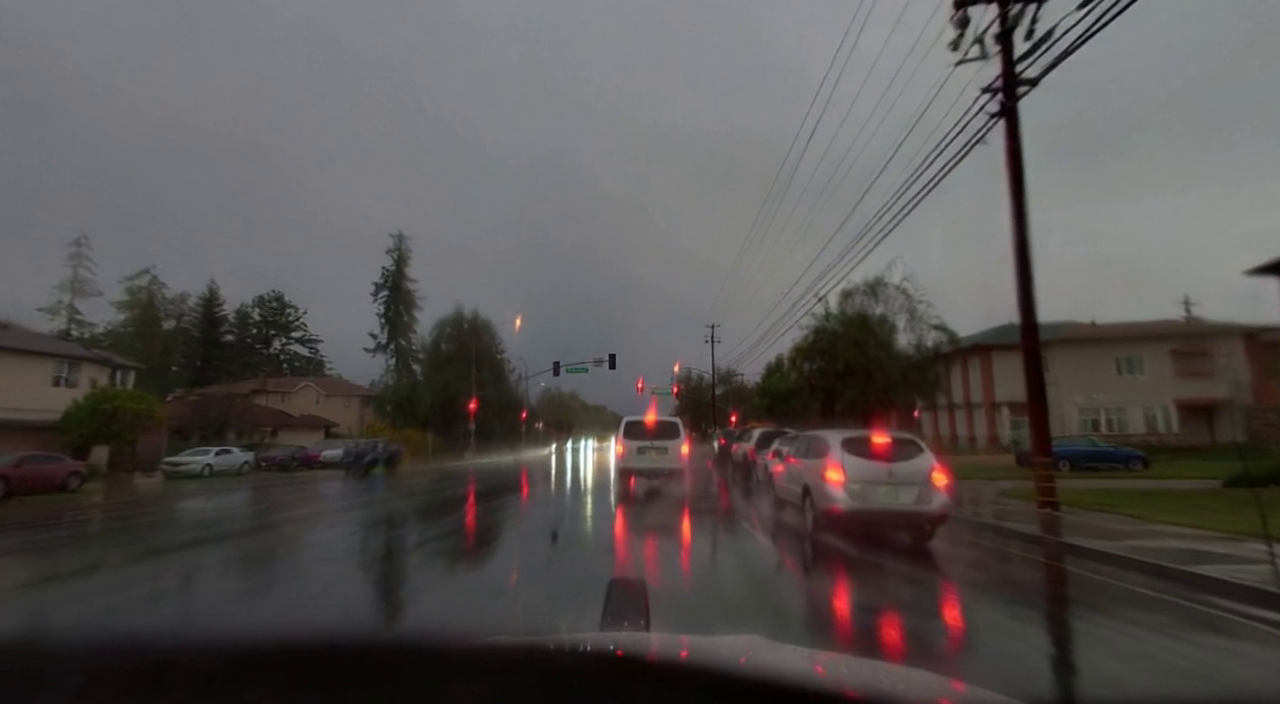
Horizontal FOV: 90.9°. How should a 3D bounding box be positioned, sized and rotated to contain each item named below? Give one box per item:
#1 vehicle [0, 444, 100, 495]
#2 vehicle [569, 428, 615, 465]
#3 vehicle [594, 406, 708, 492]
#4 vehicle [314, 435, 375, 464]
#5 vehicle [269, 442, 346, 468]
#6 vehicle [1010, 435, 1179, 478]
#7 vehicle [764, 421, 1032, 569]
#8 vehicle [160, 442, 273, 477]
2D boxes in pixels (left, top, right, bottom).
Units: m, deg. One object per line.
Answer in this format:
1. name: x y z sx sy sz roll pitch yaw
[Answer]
1. vehicle: -19.799 3.601 19.506 1.866 1.471 4.770 0 -8 1
2. vehicle: -2.536 5.133 34.334 1.999 1.864 4.279 0 -8 3
3. vehicle: 0.284 2.752 18.004 2.769 2.087 5.130 0 -8 0
4. vehicle: -19.826 6.563 42.492 1.996 1.809 4.699 0 -8 -3
5. vehicle: -19.593 6.073 37.384 1.830 1.436 4.771 0 -8 2
6. vehicle: 16.632 3.850 23.279 4.671 1.495 1.900 -1 -8 4
7. vehicle: 3.108 1.804 8.702 2.002 1.511 4.124 0 -8 1
8. vehicle: -19.670 4.986 29.566 1.891 1.460 4.681 0 -8 3
